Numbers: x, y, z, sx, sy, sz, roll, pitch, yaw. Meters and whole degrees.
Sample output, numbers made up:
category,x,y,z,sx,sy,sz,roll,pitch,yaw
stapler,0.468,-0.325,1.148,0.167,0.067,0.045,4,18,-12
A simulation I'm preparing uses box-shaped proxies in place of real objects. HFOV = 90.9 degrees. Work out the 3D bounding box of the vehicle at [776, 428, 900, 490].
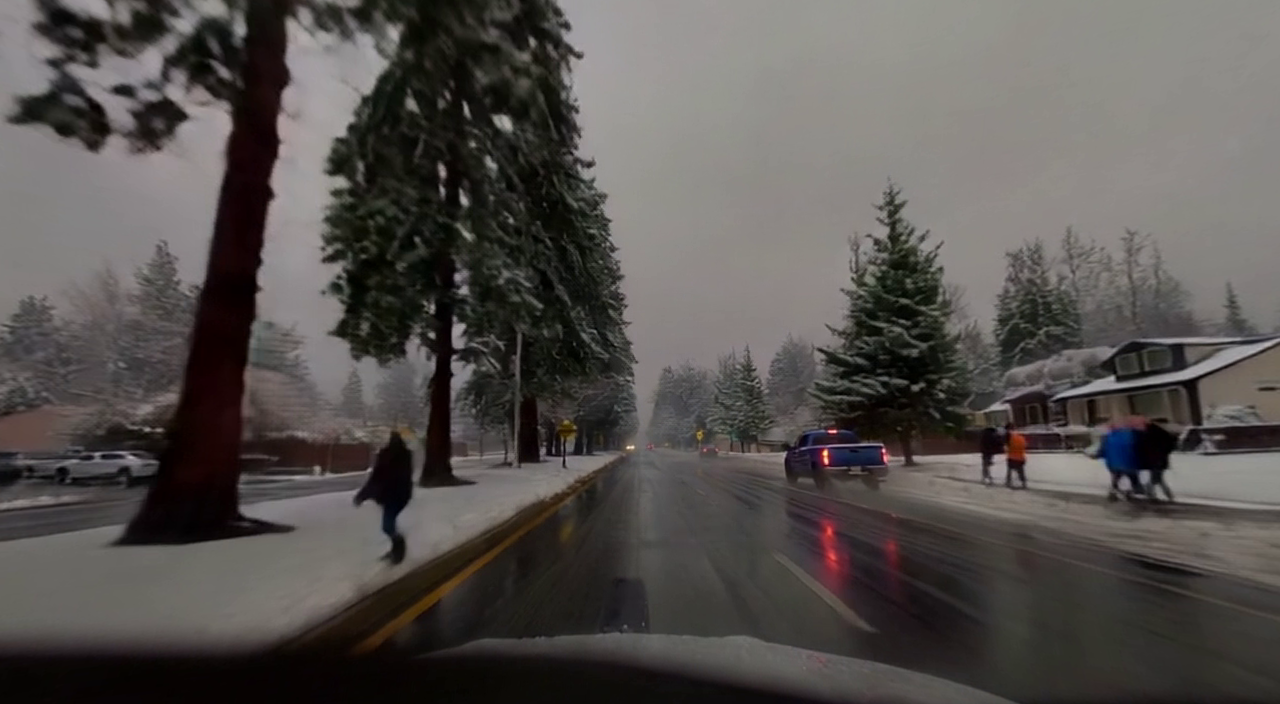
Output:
category,x,y,z,sx,sy,sz,roll,pitch,yaw
vehicle,6.326,3.509,21.039,2.262,1.769,5.666,0,-8,-1

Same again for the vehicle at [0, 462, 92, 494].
category,x,y,z,sx,sy,sz,roll,pitch,yaw
vehicle,-36.429,7.698,38.538,4.128,1.570,1.995,-4,-8,5

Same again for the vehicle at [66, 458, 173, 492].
category,x,y,z,sx,sy,sz,roll,pitch,yaw
vehicle,-30.847,7.221,37.349,5.297,1.831,2.122,-3,-9,16

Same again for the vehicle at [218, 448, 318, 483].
category,x,y,z,sx,sy,sz,roll,pitch,yaw
vehicle,-23.556,7.137,39.920,5.541,2.074,2.416,-4,-9,22
